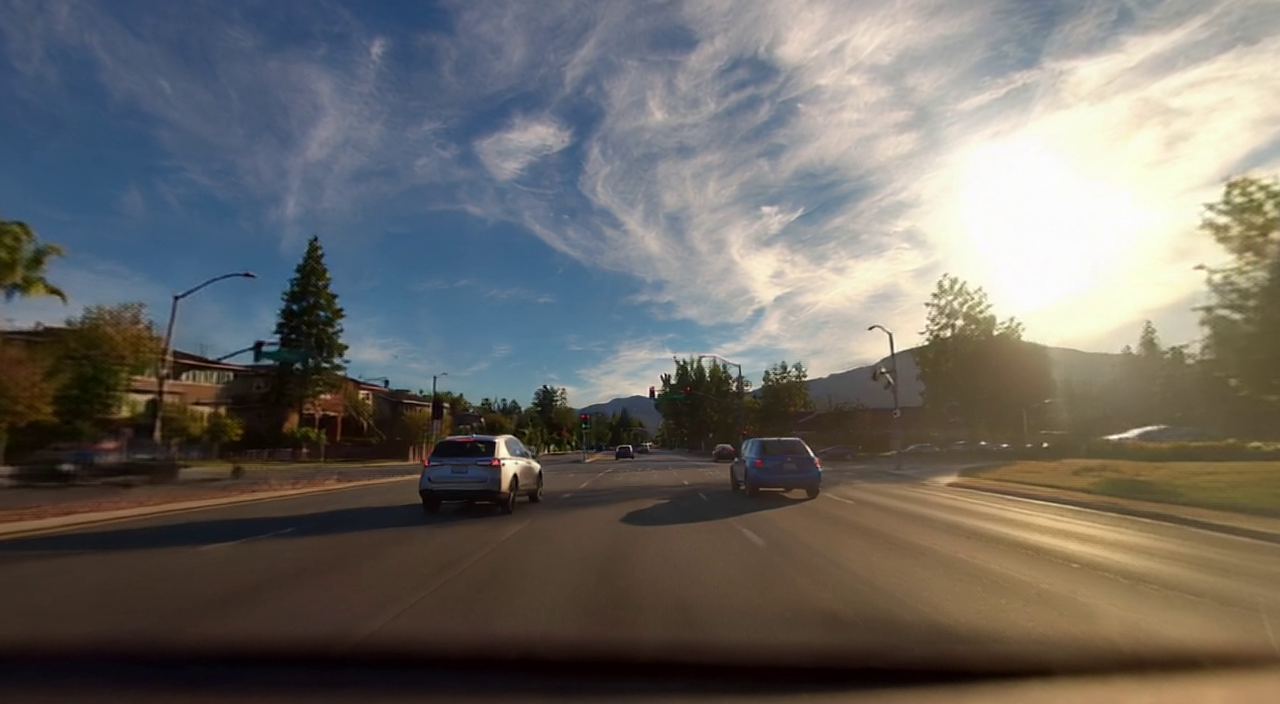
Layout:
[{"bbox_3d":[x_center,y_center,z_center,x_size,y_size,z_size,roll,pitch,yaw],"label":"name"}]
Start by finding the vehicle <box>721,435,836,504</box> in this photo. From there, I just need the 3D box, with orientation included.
[{"bbox_3d":[3.648,3.190,17.609,2.132,1.659,4.387,0,-8,-1],"label":"vehicle"}]

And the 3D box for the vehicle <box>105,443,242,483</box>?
[{"bbox_3d":[-19.217,4.571,26.362,1.997,1.471,4.772,0,-8,1],"label":"vehicle"}]

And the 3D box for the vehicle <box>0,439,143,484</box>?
[{"bbox_3d":[-23.452,4.442,26.041,2.244,1.670,4.353,-1,-8,2],"label":"vehicle"}]

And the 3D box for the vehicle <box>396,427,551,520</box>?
[{"bbox_3d":[-3.401,2.583,13.999,2.045,1.688,4.632,0,-8,2],"label":"vehicle"}]
